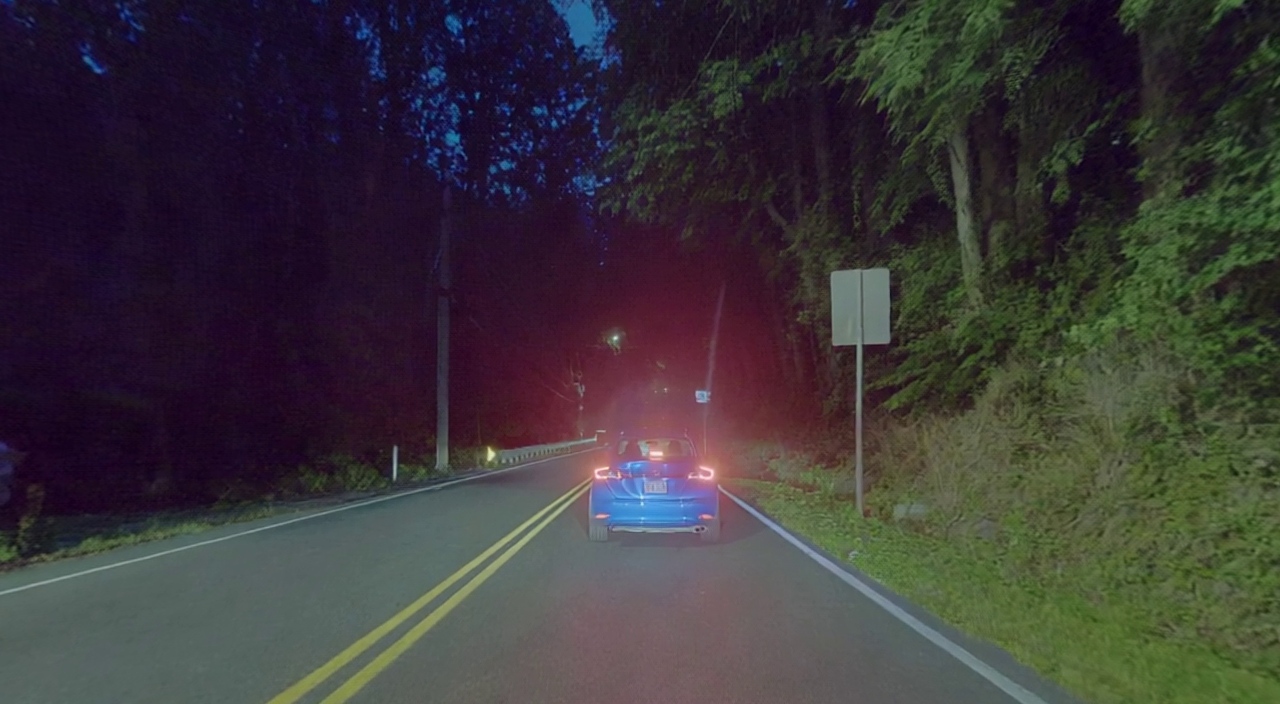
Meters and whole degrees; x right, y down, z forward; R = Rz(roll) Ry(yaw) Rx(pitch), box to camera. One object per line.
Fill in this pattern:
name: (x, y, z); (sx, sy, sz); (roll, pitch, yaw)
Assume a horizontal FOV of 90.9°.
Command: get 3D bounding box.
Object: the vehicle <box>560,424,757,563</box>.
vehicle: (0.234, 1.853, 8.937); (2.187, 1.533, 3.726); (0, -8, 1)
